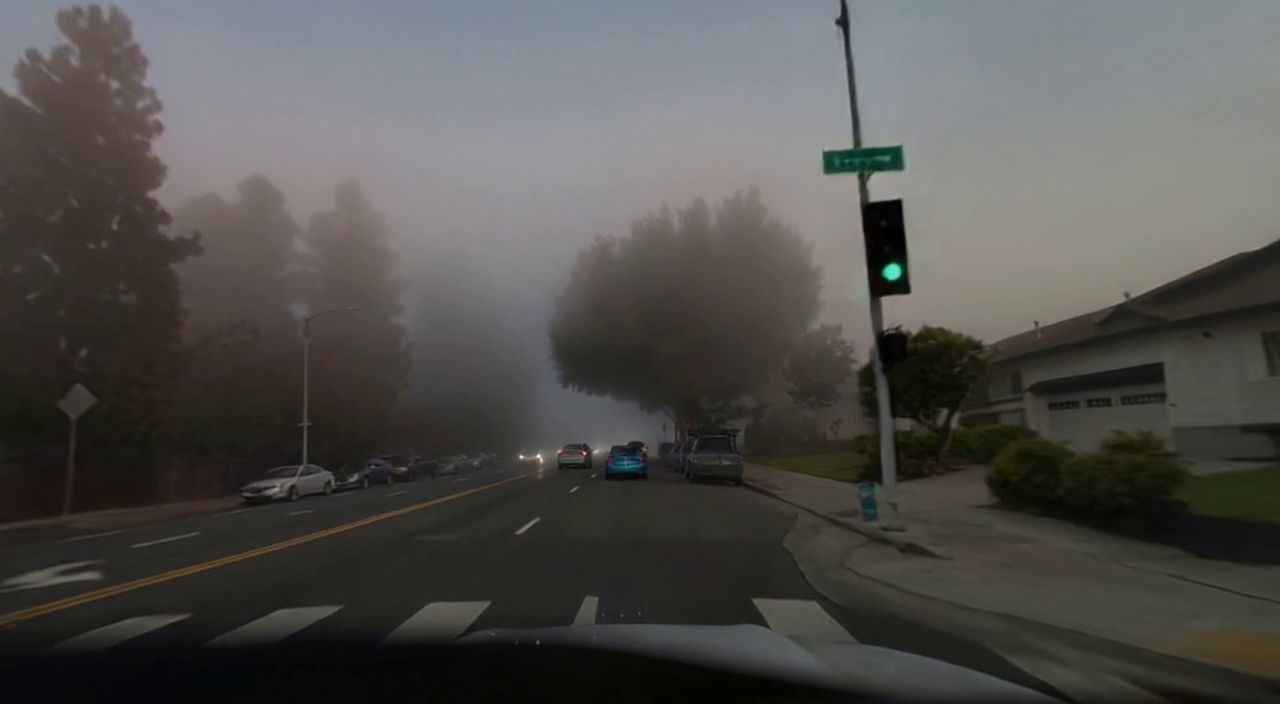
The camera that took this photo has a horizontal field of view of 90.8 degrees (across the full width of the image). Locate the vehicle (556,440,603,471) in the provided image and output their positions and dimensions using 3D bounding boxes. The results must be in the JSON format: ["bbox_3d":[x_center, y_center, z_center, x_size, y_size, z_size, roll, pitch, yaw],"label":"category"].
[{"bbox_3d":[-3.123,5.447,33.583,2.117,1.528,4.277,0,-8,0],"label":"vehicle"}]

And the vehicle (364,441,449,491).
[{"bbox_3d":[-12.363,6.006,34.016,2.249,2.093,6.297,-8,-8,-3],"label":"vehicle"}]

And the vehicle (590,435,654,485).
[{"bbox_3d":[-0.586,3.793,22.480,2.041,1.575,4.304,0,-8,-1],"label":"vehicle"}]

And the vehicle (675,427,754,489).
[{"bbox_3d":[2.450,3.638,21.988,2.119,1.884,4.567,0,-8,-1],"label":"vehicle"}]

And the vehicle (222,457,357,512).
[{"bbox_3d":[-12.478,4.705,22.988,2.050,1.518,5.115,-4,-8,-1],"label":"vehicle"}]

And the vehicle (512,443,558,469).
[{"bbox_3d":[-6.560,6.555,40.034,1.998,1.518,4.817,0,-8,1],"label":"vehicle"}]

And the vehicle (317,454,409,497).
[{"bbox_3d":[-12.191,5.413,28.142,2.047,1.497,4.949,-5,-8,-2],"label":"vehicle"}]
